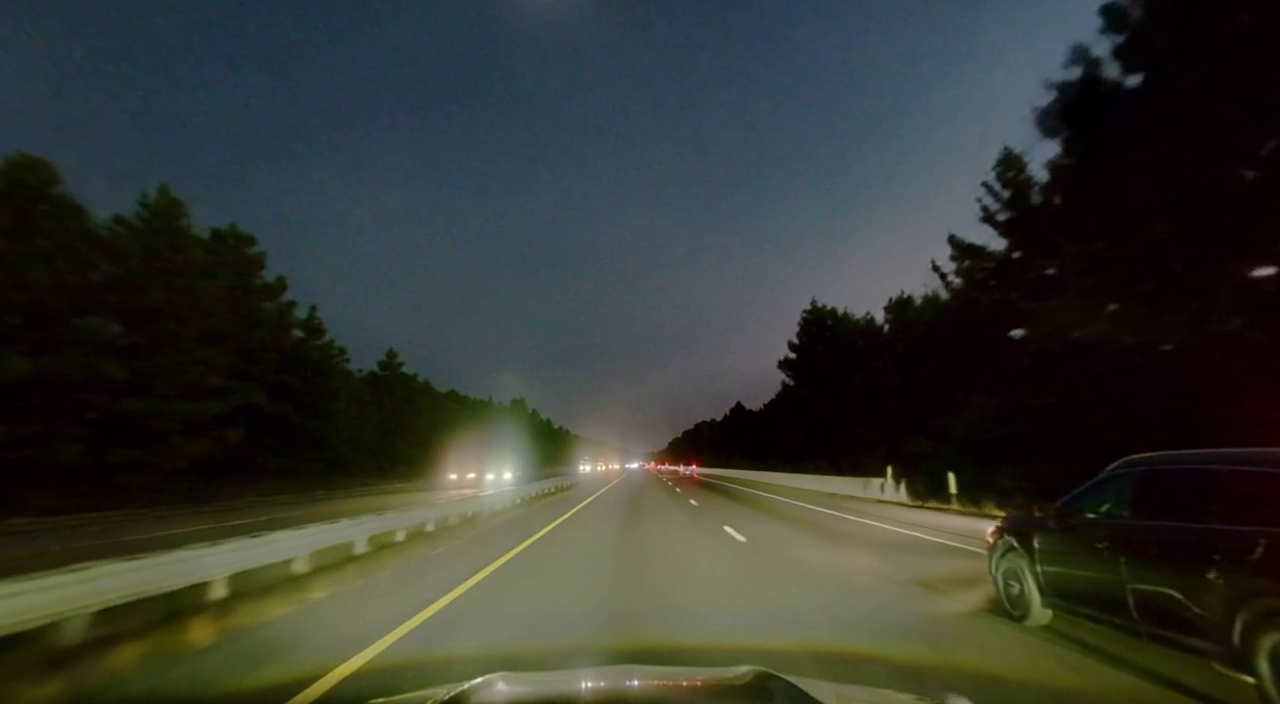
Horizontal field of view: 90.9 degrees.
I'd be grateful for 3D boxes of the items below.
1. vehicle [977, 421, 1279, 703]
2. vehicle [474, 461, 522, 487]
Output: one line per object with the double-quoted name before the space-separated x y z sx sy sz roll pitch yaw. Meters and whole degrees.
"vehicle" 3.677 1.139 3.110 1.825 1.494 3.959 1 -10 0
"vehicle" -8.605 7.452 38.531 1.924 1.440 3.945 1 -10 1
